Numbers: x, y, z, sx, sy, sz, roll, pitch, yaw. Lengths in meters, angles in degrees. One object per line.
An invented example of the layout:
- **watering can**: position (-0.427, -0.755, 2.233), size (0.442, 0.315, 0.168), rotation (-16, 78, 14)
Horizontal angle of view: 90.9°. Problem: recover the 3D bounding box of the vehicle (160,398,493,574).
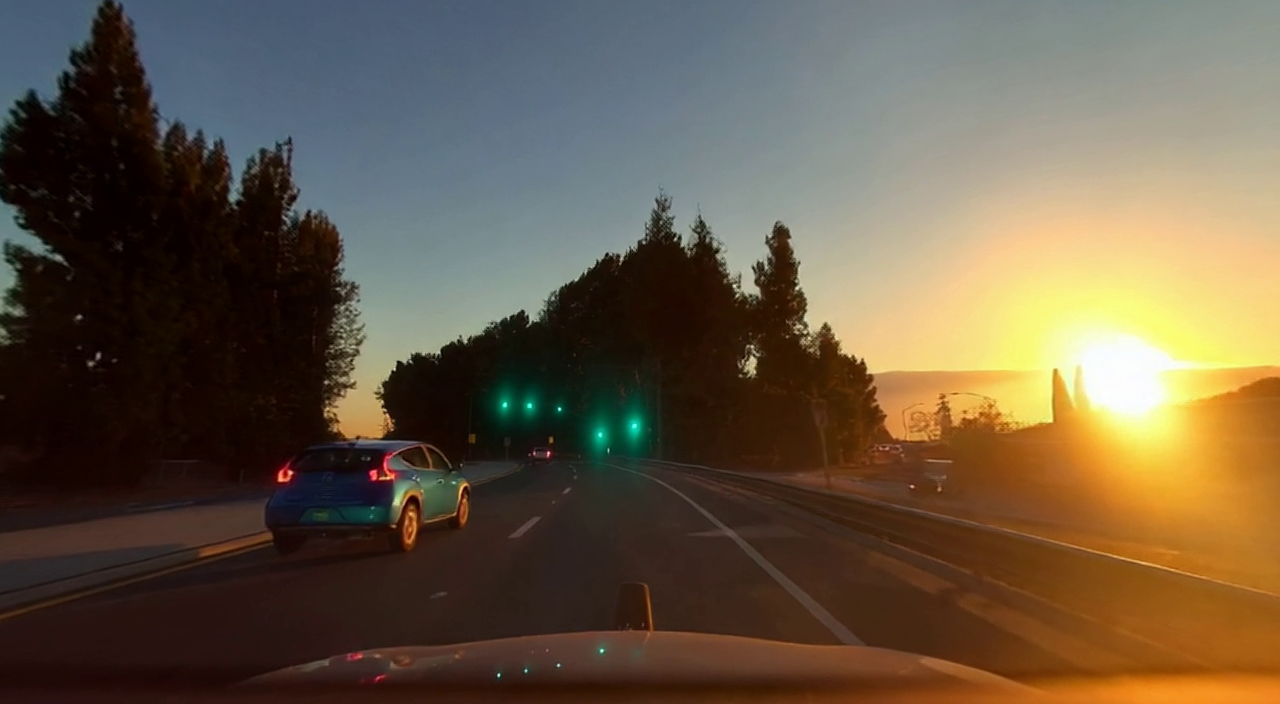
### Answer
- **vehicle**: position (-3.921, 1.790, 9.258), size (2.336, 1.857, 4.986), rotation (0, -8, 0)
